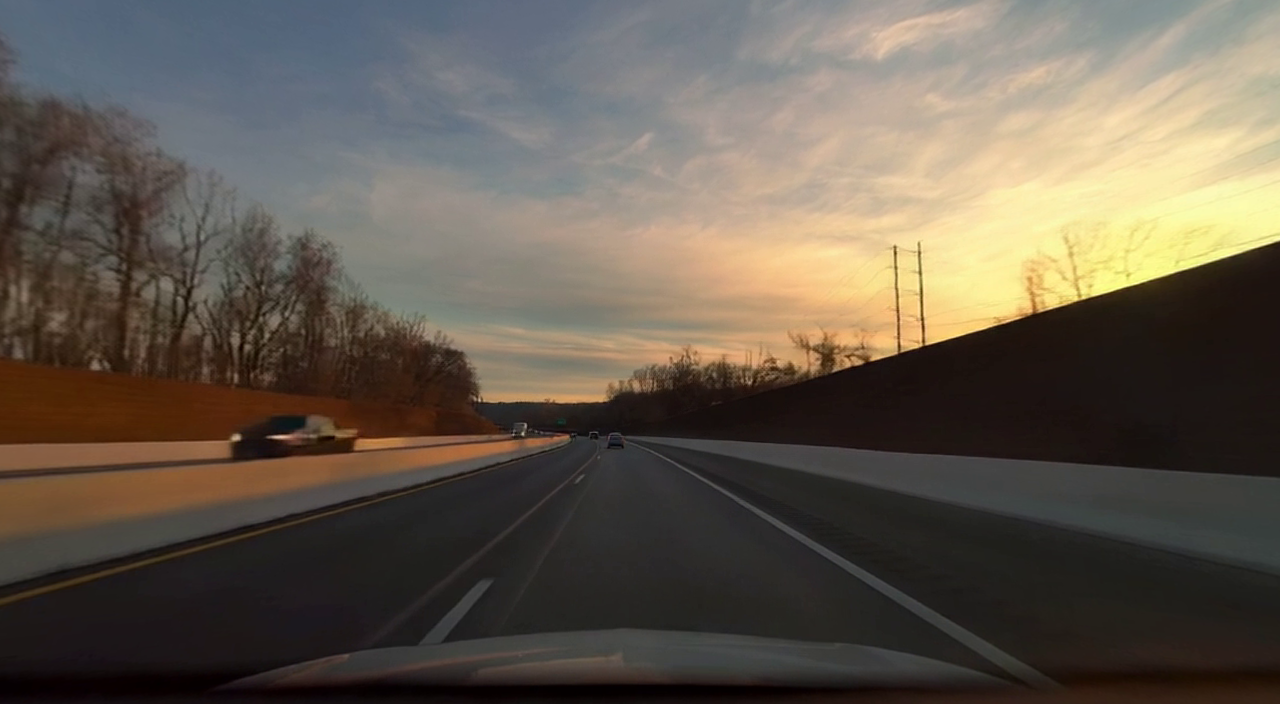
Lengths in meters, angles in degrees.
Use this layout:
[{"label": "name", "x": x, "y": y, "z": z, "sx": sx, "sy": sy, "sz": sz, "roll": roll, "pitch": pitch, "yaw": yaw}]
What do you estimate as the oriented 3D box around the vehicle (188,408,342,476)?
[{"label": "vehicle", "x": -12.274, "y": 3.001, "z": 21.144, "sx": 2.091, "sy": 1.984, "sz": 5.226, "roll": 0, "pitch": -8, "yaw": -2}]
